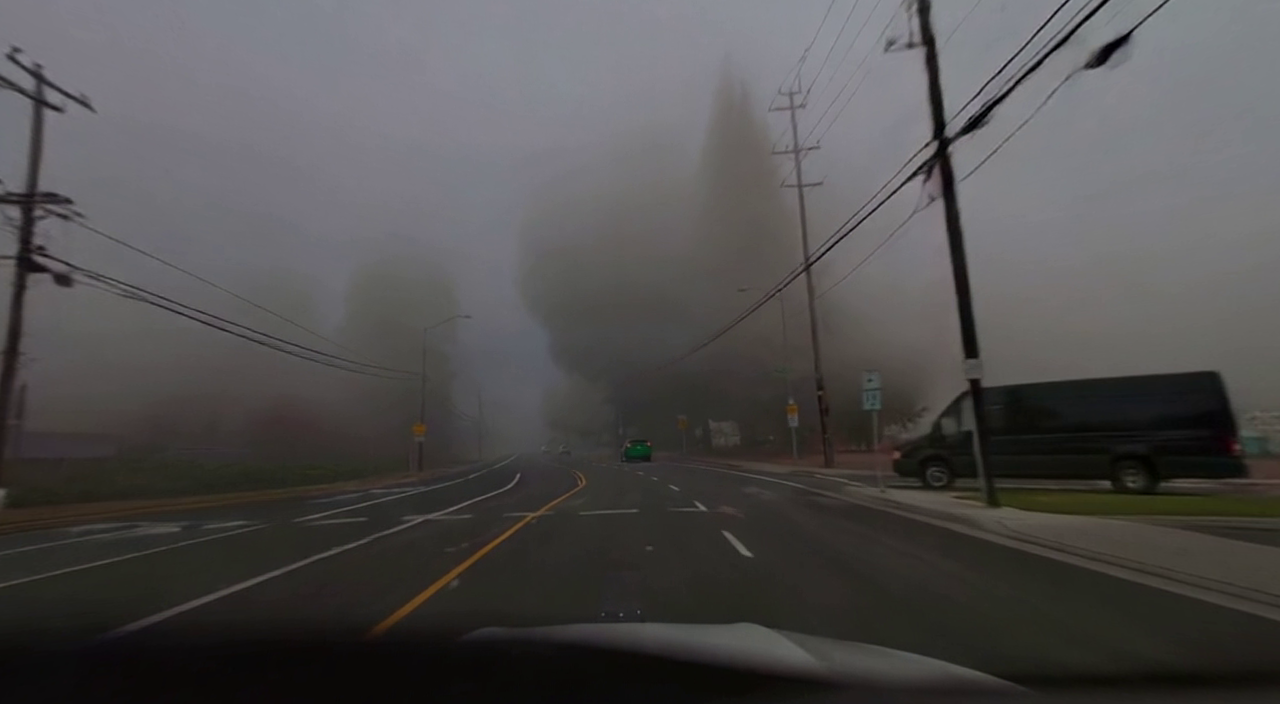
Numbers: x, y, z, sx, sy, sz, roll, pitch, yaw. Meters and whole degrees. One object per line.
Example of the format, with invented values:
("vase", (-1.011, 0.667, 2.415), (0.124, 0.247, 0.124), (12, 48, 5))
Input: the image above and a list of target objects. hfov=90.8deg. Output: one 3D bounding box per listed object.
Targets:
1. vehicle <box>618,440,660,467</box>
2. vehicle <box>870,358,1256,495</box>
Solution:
("vehicle", (-0.143, 6.141, 38.429), (2.015, 1.467, 4.117), (0, -8, -8))
("vehicle", (10.775, 2.148, 17.209), (7.877, 3.013, 2.916), (-6, -10, 31))
